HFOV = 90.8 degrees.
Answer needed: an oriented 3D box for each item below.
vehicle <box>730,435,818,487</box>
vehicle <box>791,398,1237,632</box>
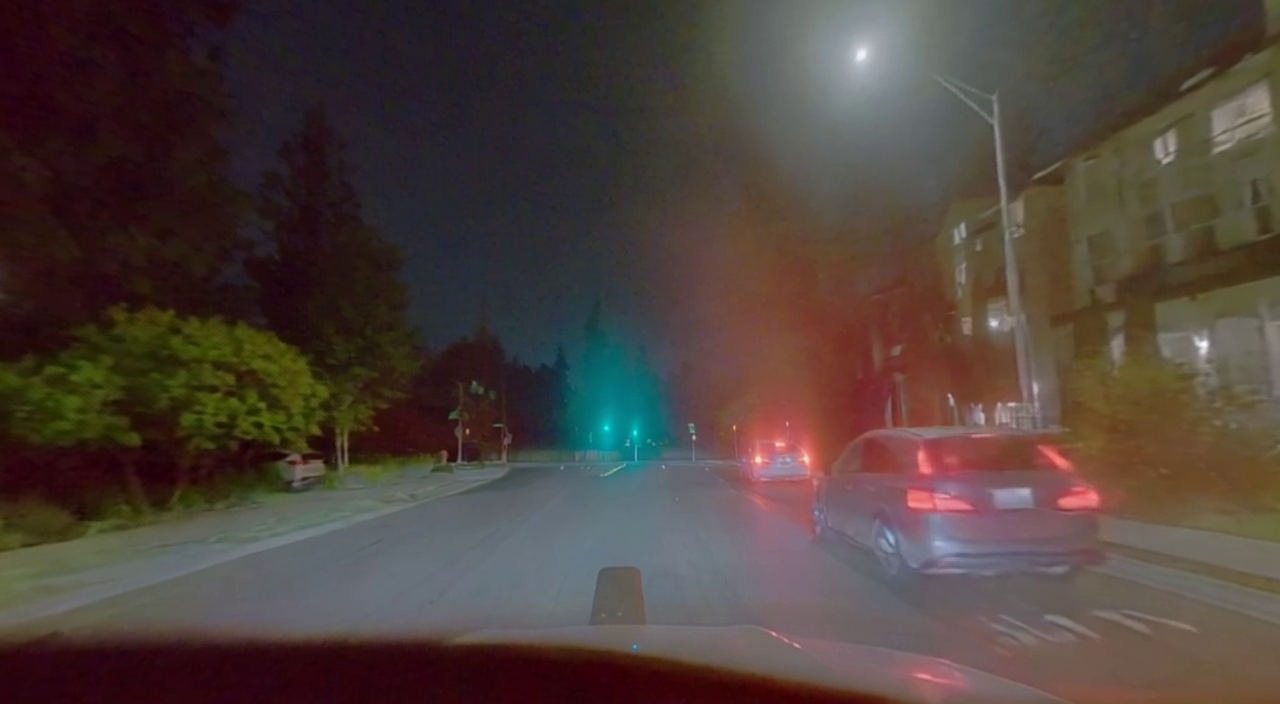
[{"bbox_3d":[4.259,3.531,20.879,2.065,1.478,4.828,-1,-8,3],"label":"vehicle"},{"bbox_3d":[3.123,1.459,6.696,2.037,1.595,4.536,-1,-8,2],"label":"vehicle"}]
